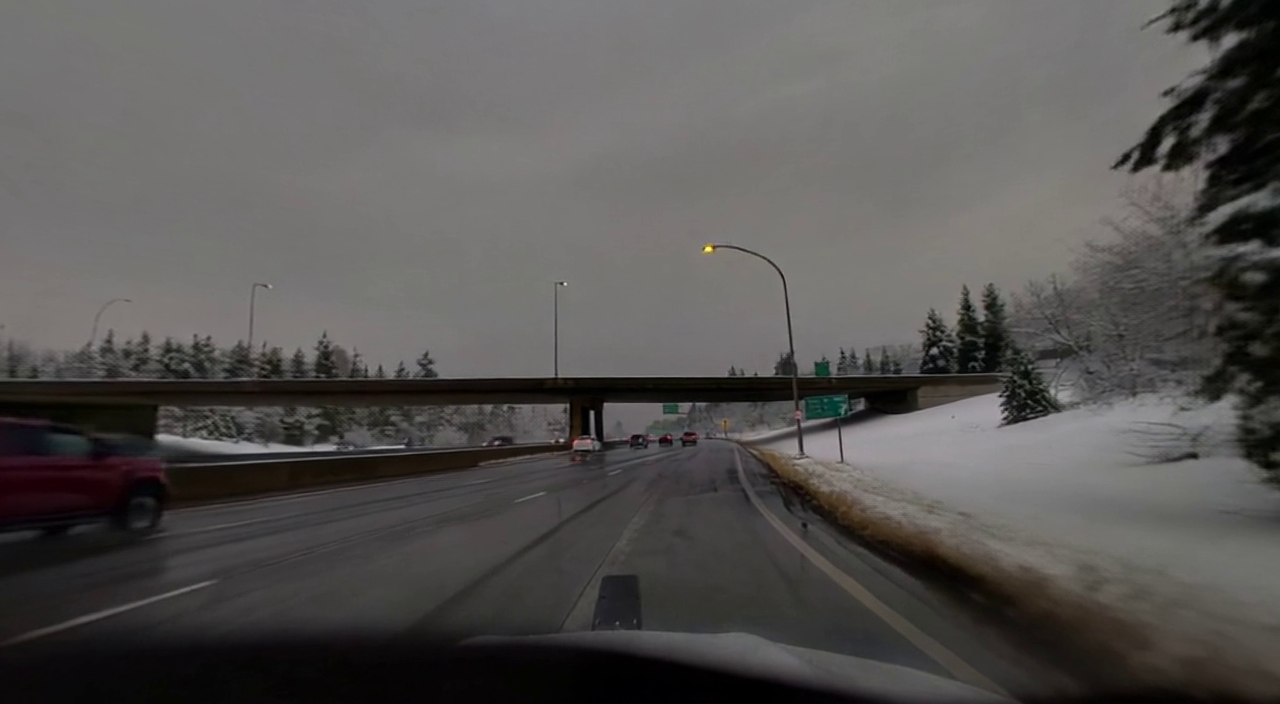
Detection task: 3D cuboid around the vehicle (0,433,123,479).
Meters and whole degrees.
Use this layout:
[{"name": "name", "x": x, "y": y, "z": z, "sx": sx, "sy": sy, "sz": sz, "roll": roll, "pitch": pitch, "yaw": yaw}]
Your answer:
[{"name": "vehicle", "x": -26.389, "y": 4.567, "z": 28.063, "sx": 2.069, "sy": 1.855, "sz": 4.805, "roll": -1, "pitch": -8, "yaw": 8}]
